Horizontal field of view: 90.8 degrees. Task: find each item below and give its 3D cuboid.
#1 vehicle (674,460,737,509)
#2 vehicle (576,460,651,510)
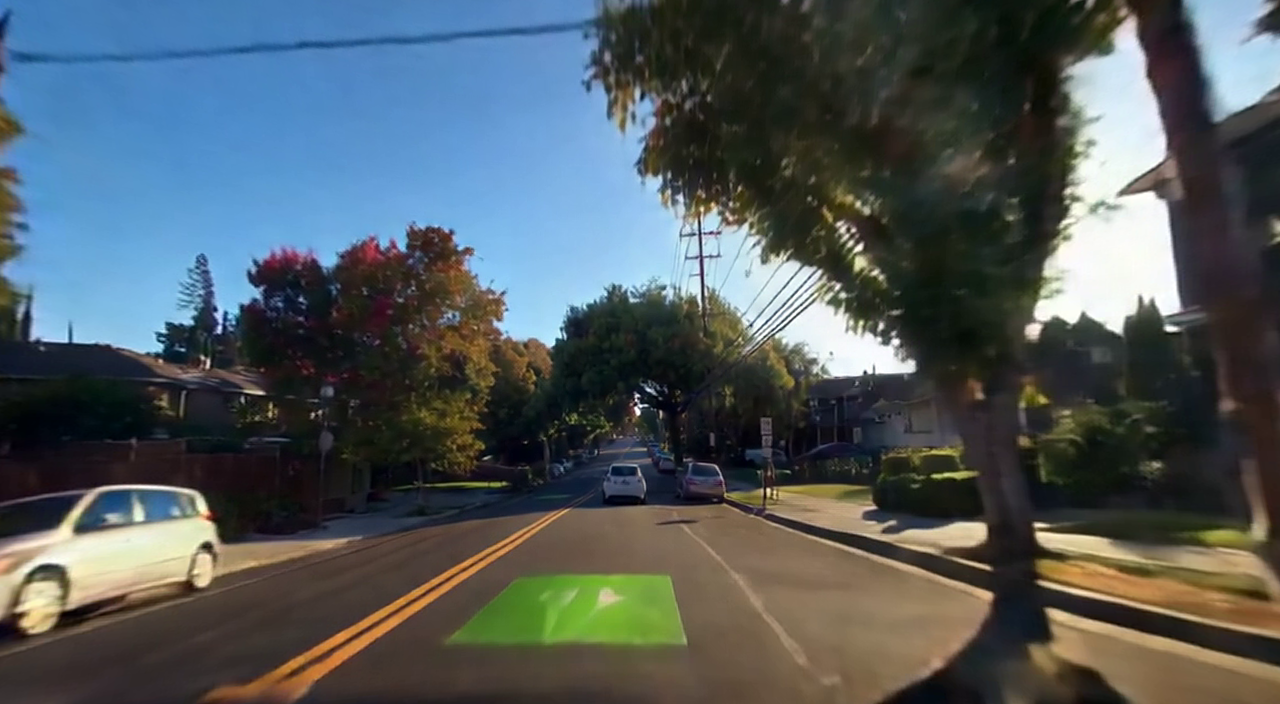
[{"bbox_3d":[2.559,5.306,25.706,1.909,1.694,4.472,0,-8,-2],"label":"vehicle"},{"bbox_3d":[-0.838,4.694,22.723,2.235,1.500,4.496,-1,-8,3],"label":"vehicle"}]
